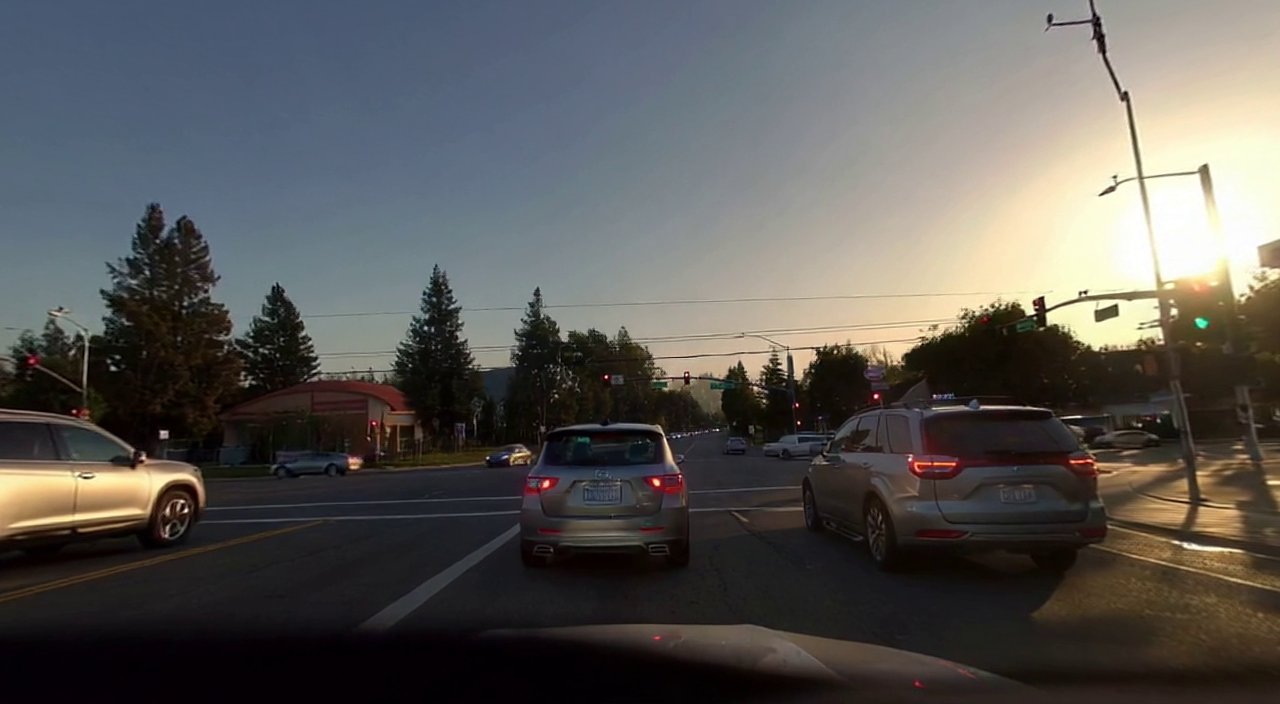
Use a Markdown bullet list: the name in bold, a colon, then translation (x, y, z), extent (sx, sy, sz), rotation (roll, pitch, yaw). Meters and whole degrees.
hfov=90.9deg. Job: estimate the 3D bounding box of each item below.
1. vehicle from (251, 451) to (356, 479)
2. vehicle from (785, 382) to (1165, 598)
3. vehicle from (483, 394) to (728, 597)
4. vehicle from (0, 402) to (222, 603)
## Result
- **vehicle**: translation (-18.492, 6.227, 34.824), extent (4.669, 1.469, 1.855), rotation (0, -8, -3)
- **vehicle**: translation (3.276, 1.454, 7.449), extent (2.083, 1.779, 4.347), rotation (0, -8, 0)
- **vehicle**: translation (-0.225, 1.509, 7.414), extent (2.067, 1.702, 3.987), rotation (0, -8, 2)
- **vehicle**: translation (-6.715, 1.399, 5.986), extent (2.011, 1.774, 4.866), rotation (0, -8, 2)
